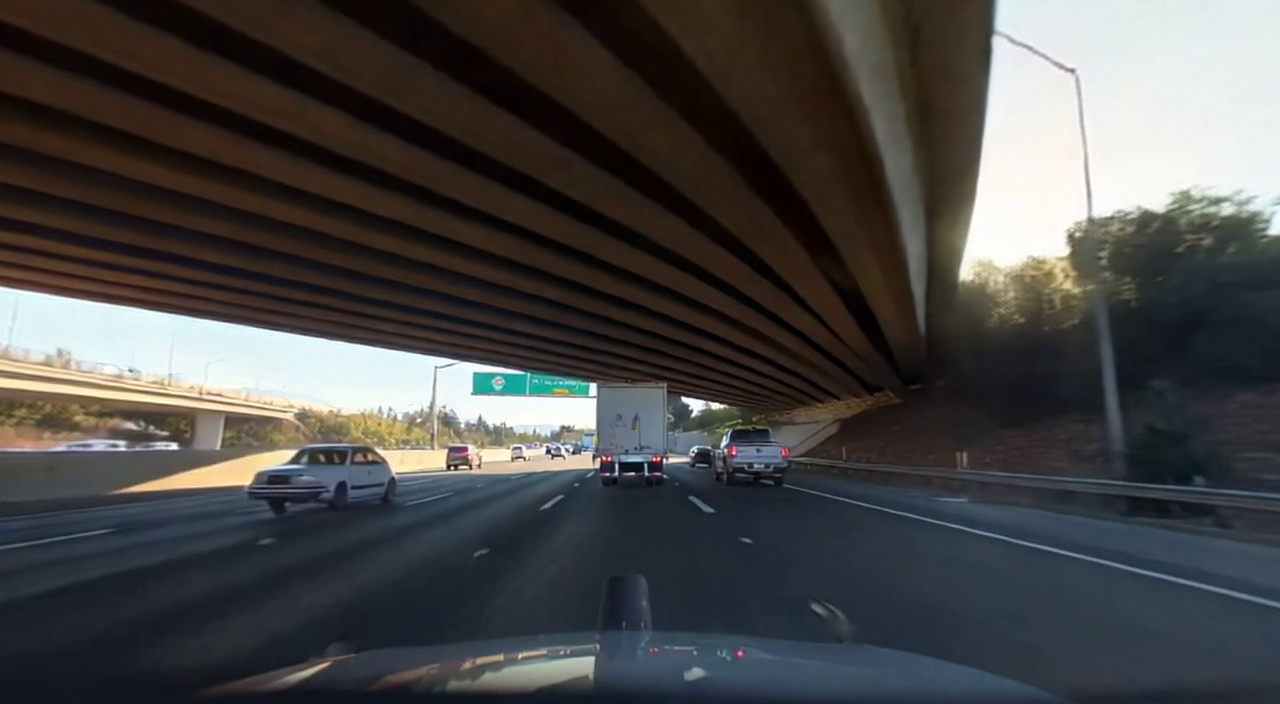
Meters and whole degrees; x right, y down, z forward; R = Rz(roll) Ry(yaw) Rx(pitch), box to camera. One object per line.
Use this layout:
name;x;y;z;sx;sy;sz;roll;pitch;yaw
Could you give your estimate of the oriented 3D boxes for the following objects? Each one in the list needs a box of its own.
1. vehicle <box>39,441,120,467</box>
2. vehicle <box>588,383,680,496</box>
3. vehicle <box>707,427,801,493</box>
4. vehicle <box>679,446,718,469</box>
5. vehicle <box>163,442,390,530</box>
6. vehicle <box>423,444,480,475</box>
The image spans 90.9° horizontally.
vehicle;-34.333;6.223;38.766;1.622;1.433;3.904;1;-7;-5
vehicle;-0.254;3.587;25.541;2.916;3.584;10.841;0;-9;-1
vehicle;3.740;3.670;21.728;2.174;1.968;5.016;0;-9;-1
vehicle;3.967;7.333;43.888;2.108;1.508;4.744;0;-9;-2
vehicle;-7.283;2.698;13.427;2.057;1.506;4.829;0;-9;-1
vehicle;-11.621;6.650;39.305;2.119;1.747;5.121;0;-9;-2
